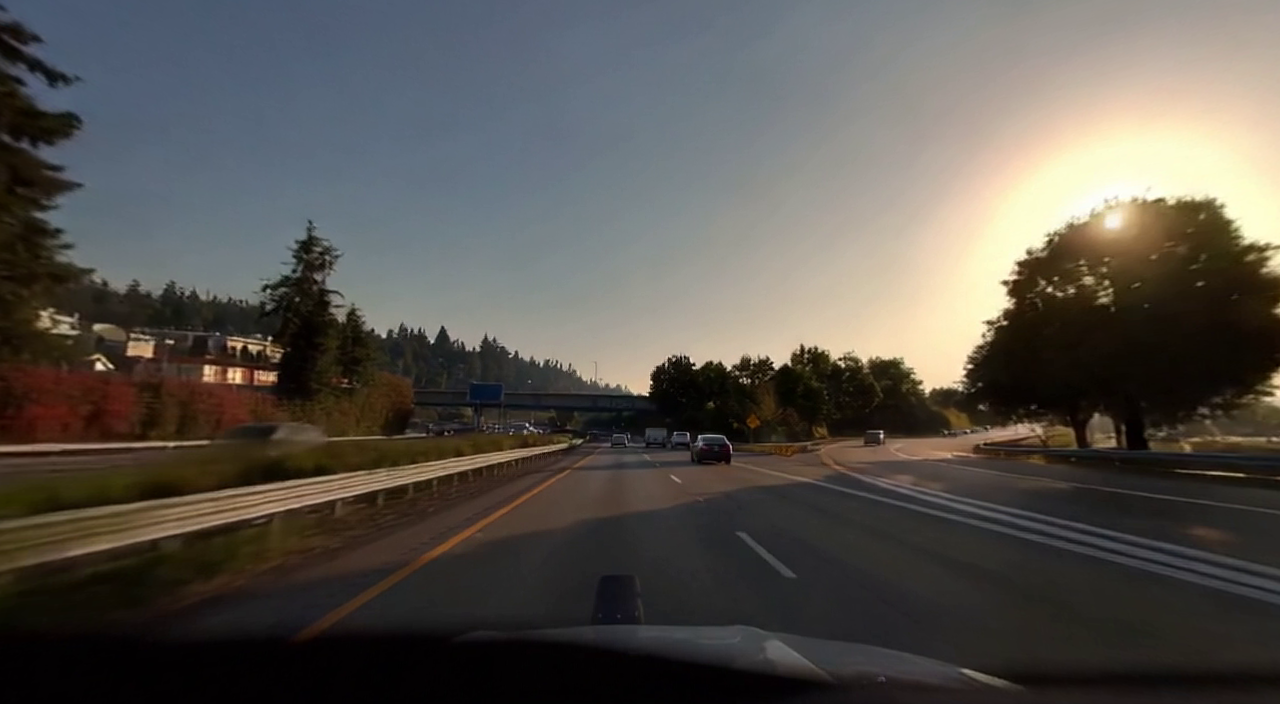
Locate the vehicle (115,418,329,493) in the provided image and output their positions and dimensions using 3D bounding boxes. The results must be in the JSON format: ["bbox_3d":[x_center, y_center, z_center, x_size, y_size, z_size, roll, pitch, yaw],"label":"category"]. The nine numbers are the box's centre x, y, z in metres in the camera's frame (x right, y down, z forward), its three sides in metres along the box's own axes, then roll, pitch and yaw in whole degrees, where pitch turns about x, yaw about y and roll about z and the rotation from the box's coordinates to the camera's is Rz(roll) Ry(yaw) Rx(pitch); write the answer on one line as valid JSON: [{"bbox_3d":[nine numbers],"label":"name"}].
[{"bbox_3d":[-9.127,2.281,14.335,1.972,1.443,4.342,0,-8,-2],"label":"vehicle"}]

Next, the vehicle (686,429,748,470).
[{"bbox_3d":[3.135,4.050,26.433,1.938,1.578,3.764,0,-8,-3],"label":"vehicle"}]
